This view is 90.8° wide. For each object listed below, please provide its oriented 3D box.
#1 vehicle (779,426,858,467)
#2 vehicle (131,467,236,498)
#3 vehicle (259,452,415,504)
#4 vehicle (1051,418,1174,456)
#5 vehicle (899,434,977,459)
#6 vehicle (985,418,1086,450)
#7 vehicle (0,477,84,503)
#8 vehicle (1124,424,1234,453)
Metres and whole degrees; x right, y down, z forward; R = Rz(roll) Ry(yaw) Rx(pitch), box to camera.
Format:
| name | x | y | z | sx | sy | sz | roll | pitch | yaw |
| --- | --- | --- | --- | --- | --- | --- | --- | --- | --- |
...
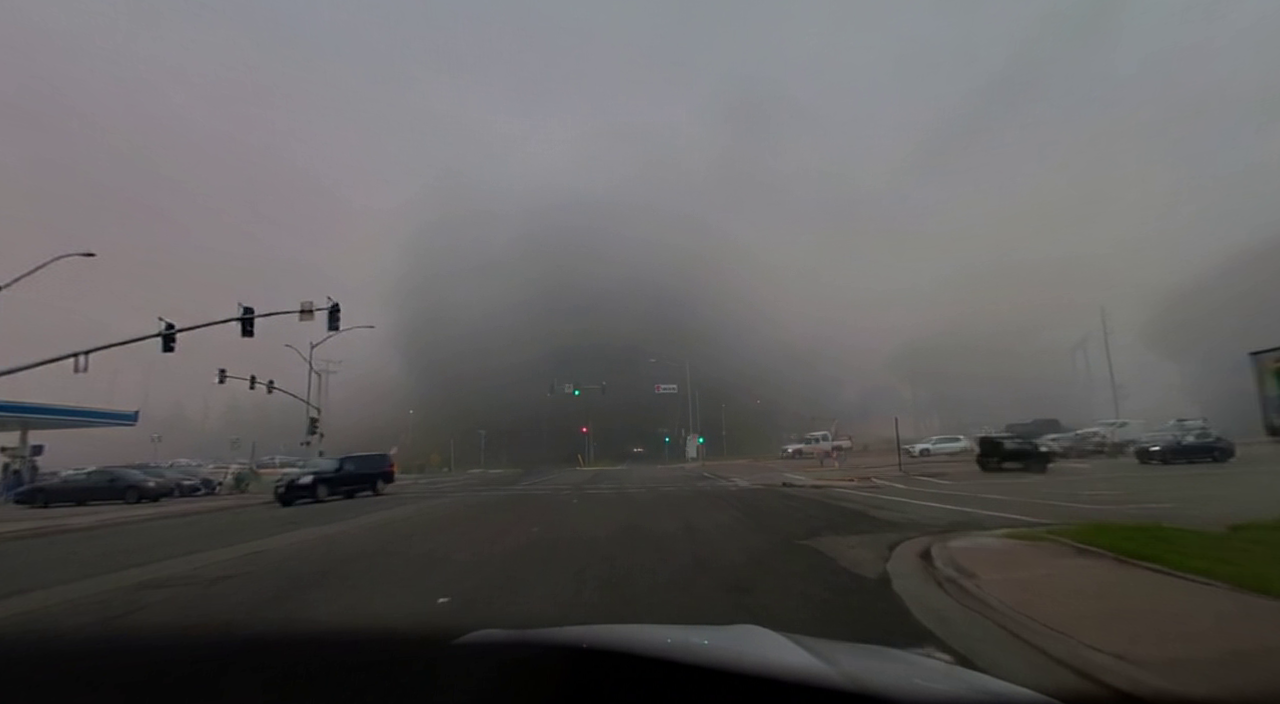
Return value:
| name | x | y | z | sx | sy | sz | roll | pitch | yaw |
| --- | --- | --- | --- | --- | --- | --- | --- | --- | --- |
| vehicle | 13.320 | 7.222 | 48.331 | 2.944 | 2.783 | 10.332 | 0 | -9 | -1 |
| vehicle | -25.603 | 7.319 | 35.528 | 4.407 | 1.565 | 1.861 | 0 | -9 | 2 |
| vehicle | -10.002 | 4.145 | 21.369 | 1.920 | 1.496 | 4.763 | -3 | -9 | 19 |
| vehicle | 30.334 | 5.498 | 40.696 | 6.052 | 2.171 | 2.511 | -1 | -8 | -7 |
| vehicle | 21.635 | 6.859 | 45.954 | 4.578 | 1.756 | 2.042 | 1 | -9 | -5 |
| vehicle | 28.941 | 6.060 | 46.417 | 5.625 | 2.303 | 2.592 | 0 | -9 | 2 |
| vehicle | -37.828 | 8.612 | 39.473 | 4.182 | 1.452 | 1.954 | 0 | -9 | -1 |
| vehicle | 30.360 | 4.902 | 35.681 | 4.286 | 1.519 | 2.070 | -1 | -9 | -3 |
